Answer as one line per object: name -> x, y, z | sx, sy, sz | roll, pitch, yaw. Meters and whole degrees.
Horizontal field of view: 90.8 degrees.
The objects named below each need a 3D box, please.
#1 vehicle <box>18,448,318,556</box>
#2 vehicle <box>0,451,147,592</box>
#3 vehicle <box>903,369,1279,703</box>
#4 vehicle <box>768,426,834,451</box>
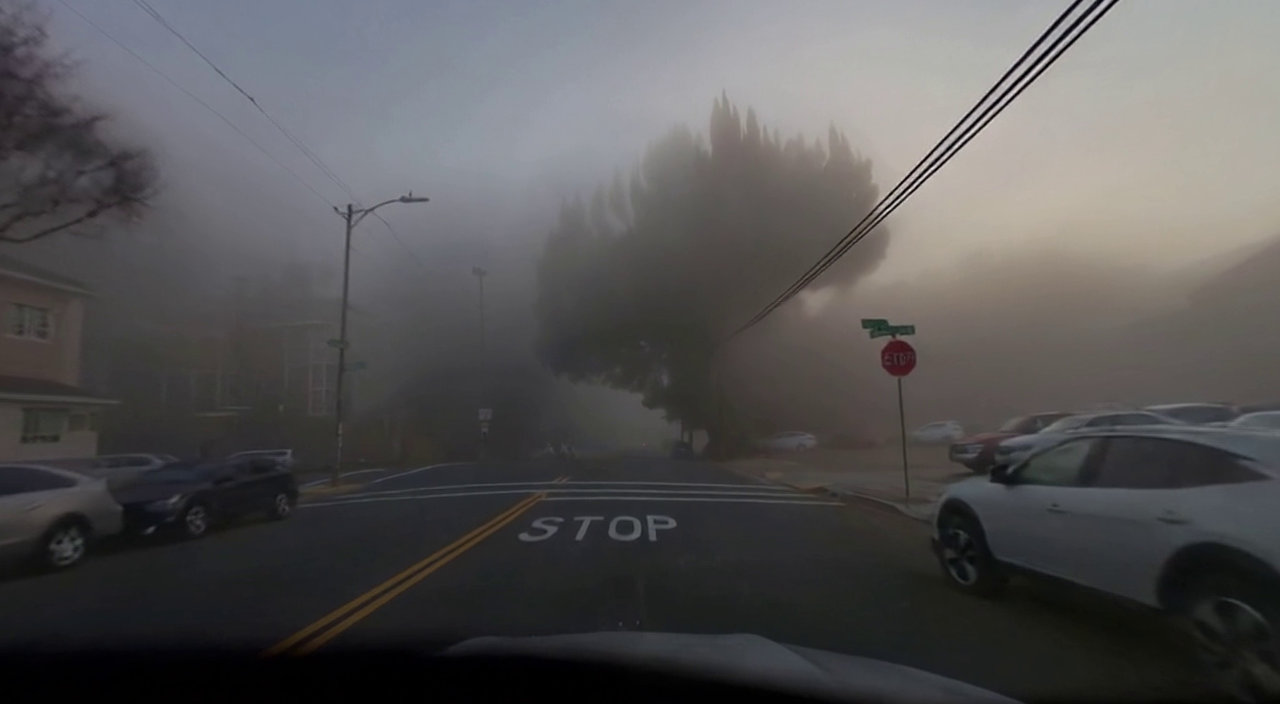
vehicle -> -8.147, 2.561, 11.676 | 2.018, 1.493, 4.693 | -1, -8, -1
vehicle -> -7.871, 1.809, 6.515 | 1.904, 1.488, 4.600 | 0, -8, -1
vehicle -> 3.723, 1.110, 4.292 | 1.976, 1.614, 4.052 | 0, -8, -2
vehicle -> 11.325, 6.091, 44.301 | 4.509, 1.664, 1.981 | 5, -10, -34
